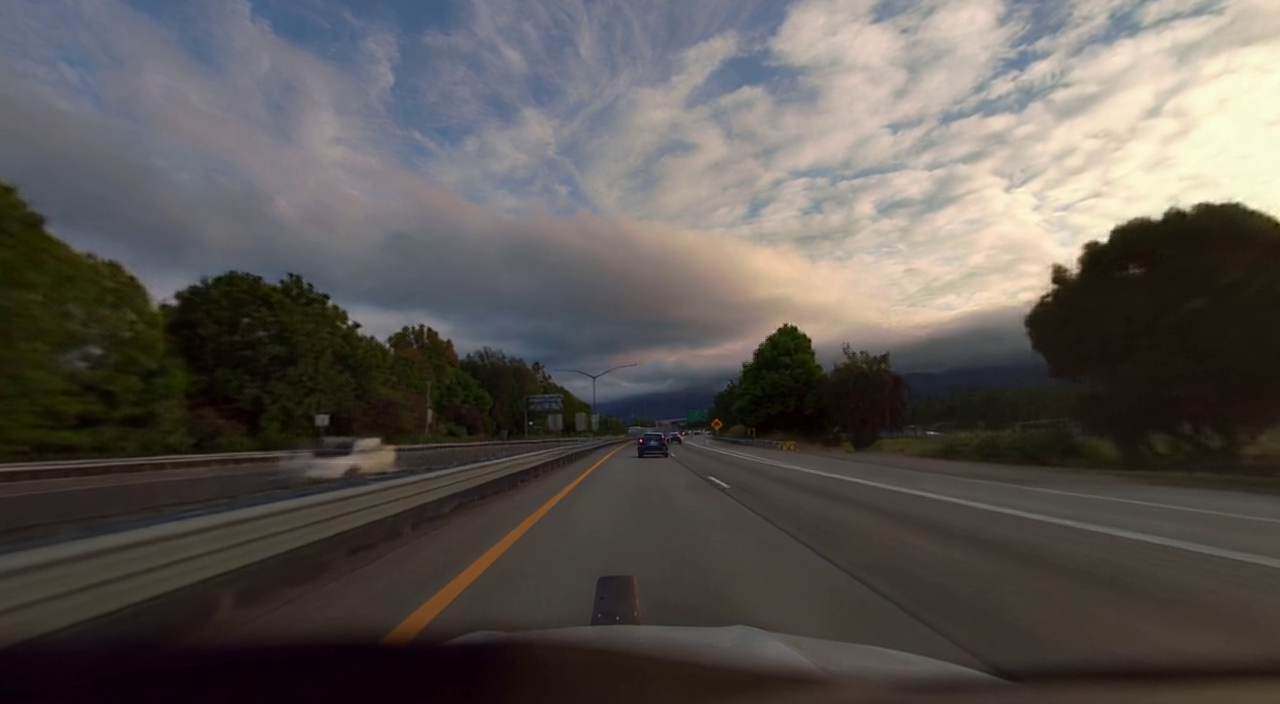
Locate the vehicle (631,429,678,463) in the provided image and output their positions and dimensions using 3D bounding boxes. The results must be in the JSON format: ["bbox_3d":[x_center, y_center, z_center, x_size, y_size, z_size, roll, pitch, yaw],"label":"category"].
[{"bbox_3d":[0.598,4.433,29.842,2.046,1.526,3.903,0,-8,-1],"label":"vehicle"}]

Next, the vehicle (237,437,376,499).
[{"bbox_3d":[-8.718,3.013,16.823,1.845,1.478,3.431,0,-8,-1],"label":"vehicle"}]
